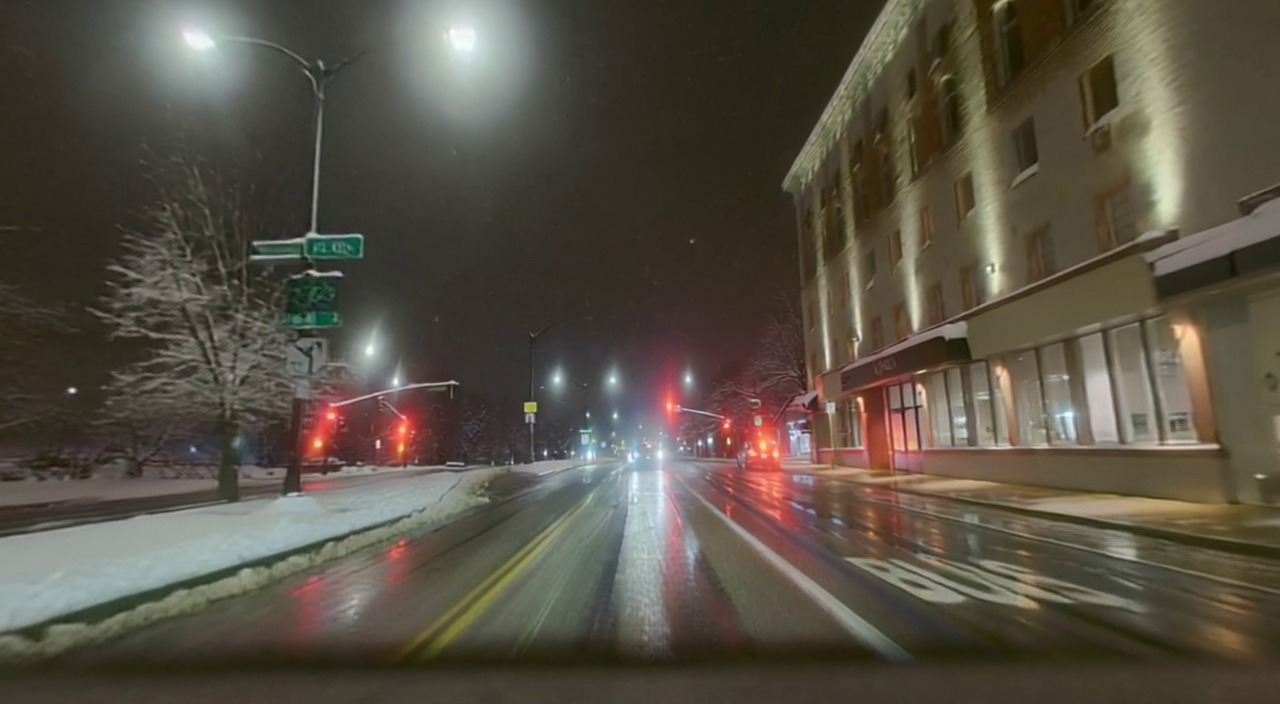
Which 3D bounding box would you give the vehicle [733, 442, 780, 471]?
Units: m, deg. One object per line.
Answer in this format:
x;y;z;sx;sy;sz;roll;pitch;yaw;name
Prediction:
7.489;6.767;41.079;1.987;1.772;4.749;0;-9;-3;vehicle

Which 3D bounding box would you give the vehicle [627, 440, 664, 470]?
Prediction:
0.359;6.512;40.068;2.223;1.775;4.250;0;-9;1;vehicle
